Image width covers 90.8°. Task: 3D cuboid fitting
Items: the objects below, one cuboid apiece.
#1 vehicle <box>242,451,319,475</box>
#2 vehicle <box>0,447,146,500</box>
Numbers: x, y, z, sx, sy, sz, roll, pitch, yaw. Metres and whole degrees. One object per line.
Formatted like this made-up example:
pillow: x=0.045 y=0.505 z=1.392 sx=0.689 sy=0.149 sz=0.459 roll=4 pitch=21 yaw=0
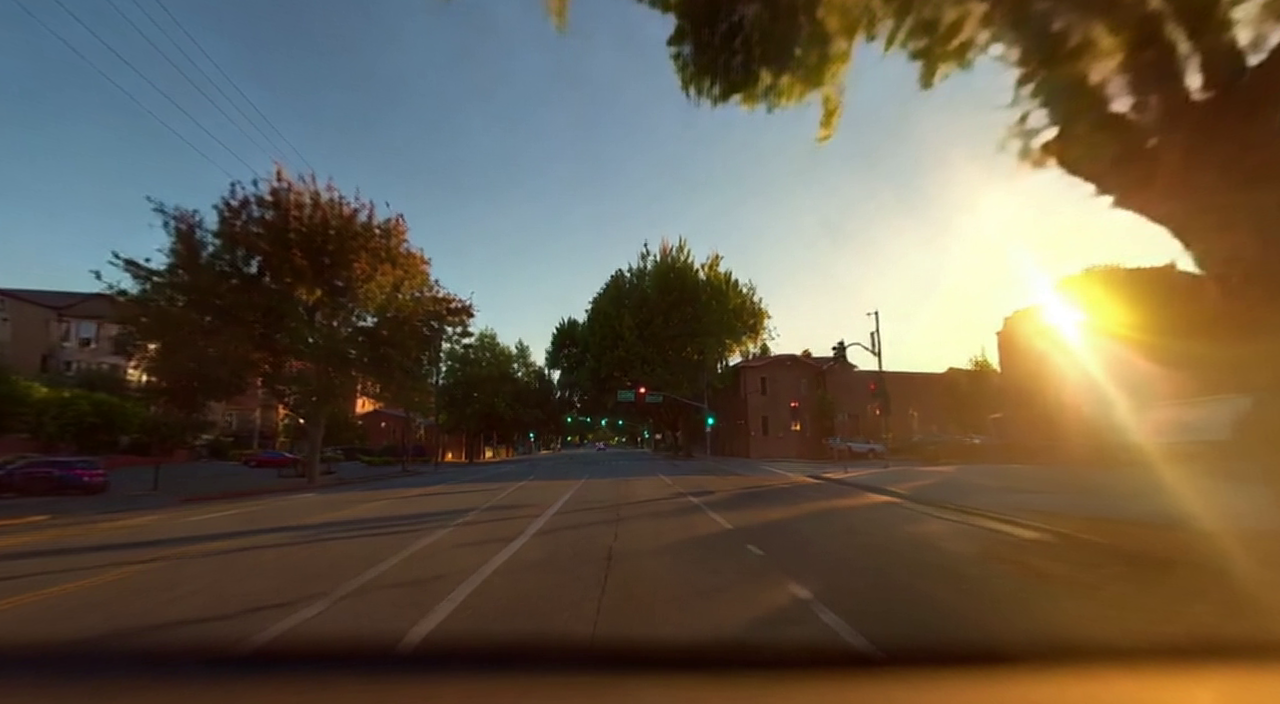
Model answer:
vehicle: x=-27.267 y=8.425 z=48.057 sx=4.577 sy=1.584 sz=2.000 roll=3 pitch=-7 yaw=-8
vehicle: x=-23.769 y=4.857 z=25.530 sx=5.473 sy=1.957 sz=2.253 roll=0 pitch=-8 yaw=-6
